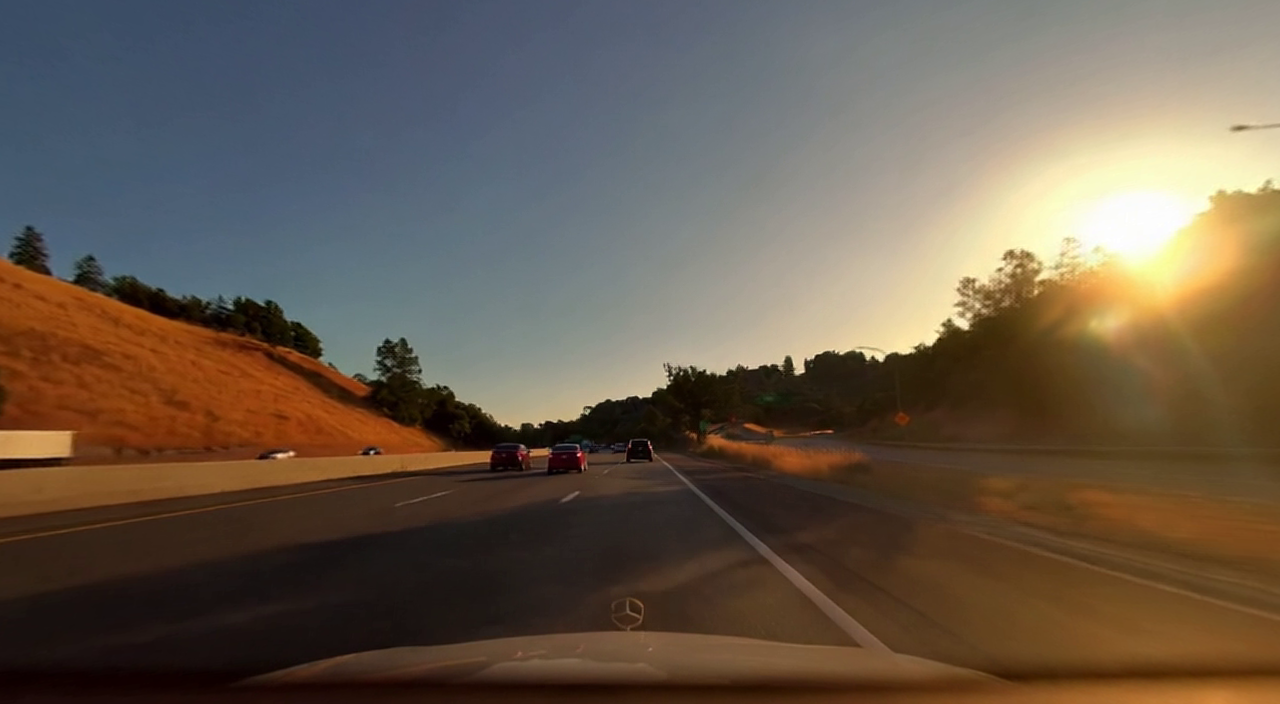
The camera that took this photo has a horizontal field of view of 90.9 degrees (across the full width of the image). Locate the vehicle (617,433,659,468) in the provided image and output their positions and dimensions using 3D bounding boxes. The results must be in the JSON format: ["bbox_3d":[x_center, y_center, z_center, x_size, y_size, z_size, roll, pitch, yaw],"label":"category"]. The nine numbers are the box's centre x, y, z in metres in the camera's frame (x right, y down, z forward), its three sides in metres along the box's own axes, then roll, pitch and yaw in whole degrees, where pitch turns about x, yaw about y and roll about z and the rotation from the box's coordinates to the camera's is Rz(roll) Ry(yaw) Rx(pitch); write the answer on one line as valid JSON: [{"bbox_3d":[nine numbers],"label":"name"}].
[{"bbox_3d":[-0.083,5.800,37.402,2.309,1.915,5.130,0,-8,0],"label":"vehicle"}]

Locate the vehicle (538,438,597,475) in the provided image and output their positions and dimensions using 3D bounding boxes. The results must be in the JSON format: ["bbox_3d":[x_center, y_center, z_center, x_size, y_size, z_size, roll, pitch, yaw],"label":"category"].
[{"bbox_3d":[-3.300,4.931,29.943,2.139,1.589,5.102,0,-8,1],"label":"vehicle"}]

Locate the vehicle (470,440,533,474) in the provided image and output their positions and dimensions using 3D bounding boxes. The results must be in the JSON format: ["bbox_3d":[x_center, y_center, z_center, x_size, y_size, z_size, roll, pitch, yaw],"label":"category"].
[{"bbox_3d":[-6.807,5.208,31.477,2.009,1.519,4.697,0,-8,1],"label":"vehicle"}]
